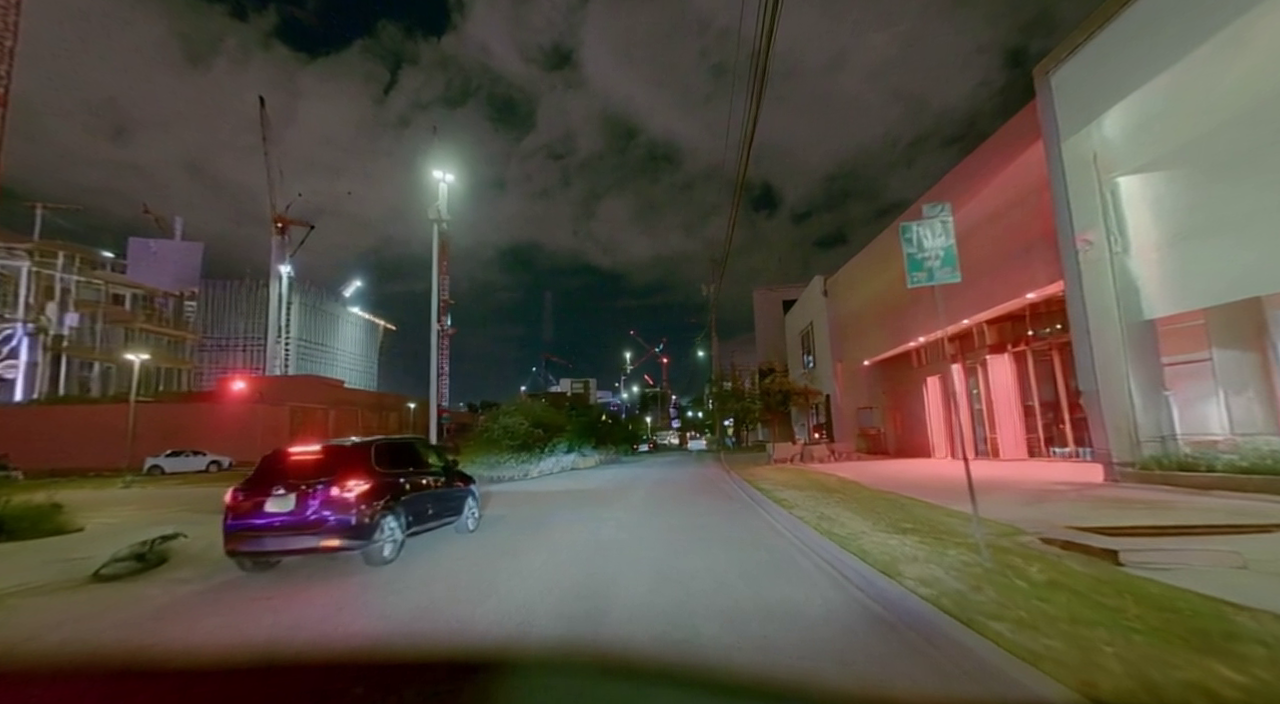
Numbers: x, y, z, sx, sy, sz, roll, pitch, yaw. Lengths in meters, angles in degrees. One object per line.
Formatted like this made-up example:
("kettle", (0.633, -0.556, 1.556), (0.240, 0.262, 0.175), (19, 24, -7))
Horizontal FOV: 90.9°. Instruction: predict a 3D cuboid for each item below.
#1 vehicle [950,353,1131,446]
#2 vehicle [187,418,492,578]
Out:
("vehicle", (18.884, 2.596, 30.865), (3.031, 3.863, 9.734), (-1, -8, 4))
("vehicle", (-3.677, 1.819, 8.780), (1.967, 1.646, 4.192), (-1, -8, 4))
